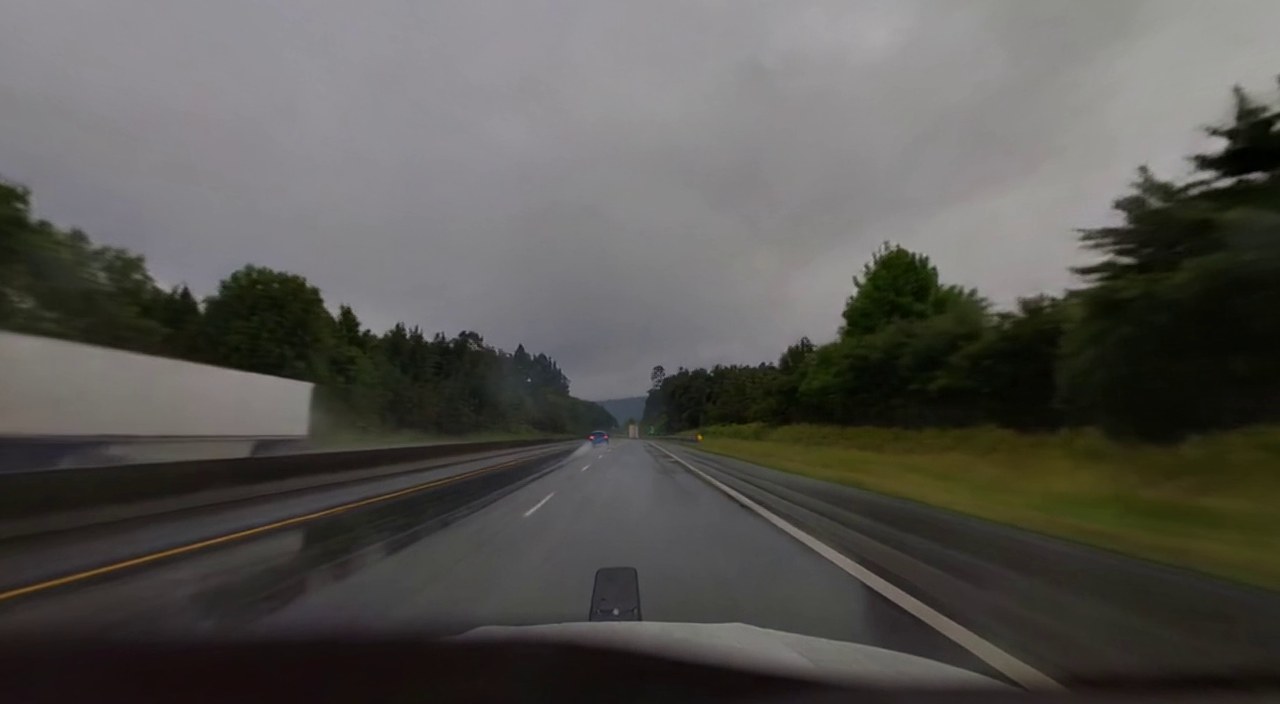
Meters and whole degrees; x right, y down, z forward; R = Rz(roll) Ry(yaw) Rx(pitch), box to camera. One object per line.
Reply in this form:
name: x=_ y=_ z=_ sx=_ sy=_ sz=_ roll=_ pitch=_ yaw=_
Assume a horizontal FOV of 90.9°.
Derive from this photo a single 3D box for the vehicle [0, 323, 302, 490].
vehicle: x=-17.086 y=2.146 z=21.423 sx=2.947 sy=4.005 sz=15.108 roll=0 pitch=-8 yaw=-1
